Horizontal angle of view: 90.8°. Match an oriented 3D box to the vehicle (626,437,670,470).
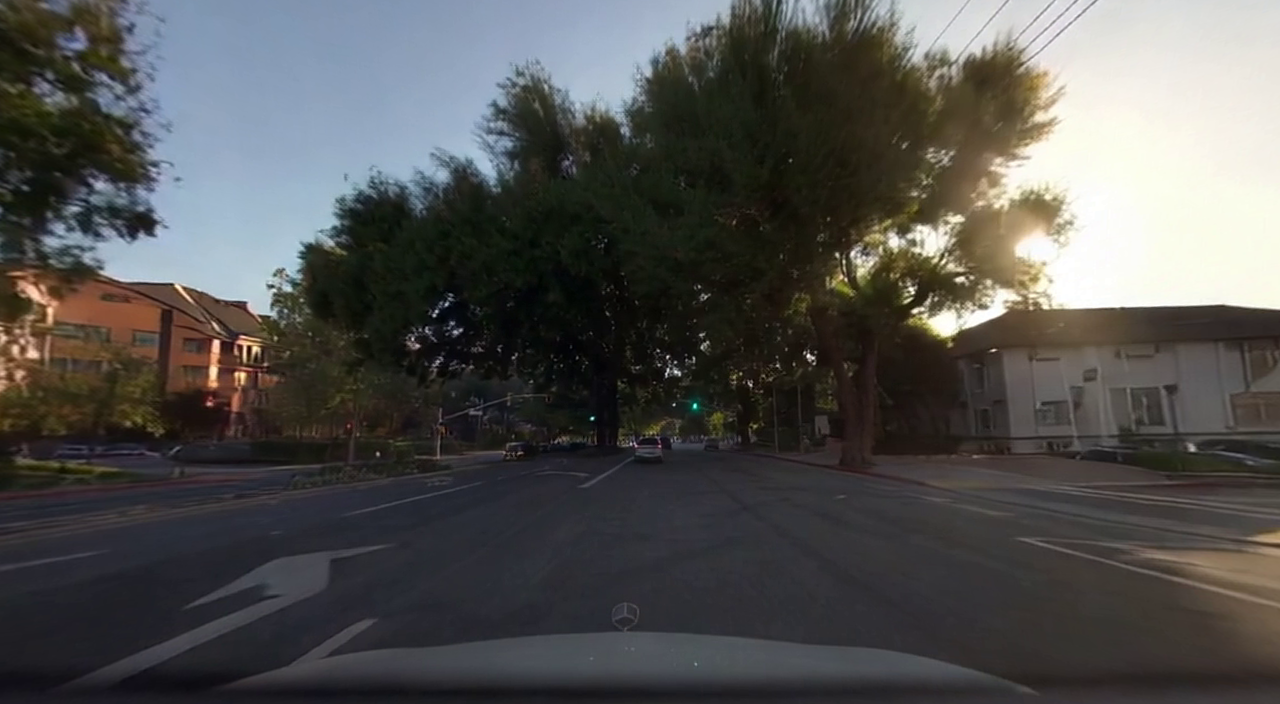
[{"bbox_3d":[0.471,5.140,32.147,2.037,1.568,3.693,-1,-8,4],"label":"vehicle"}]
